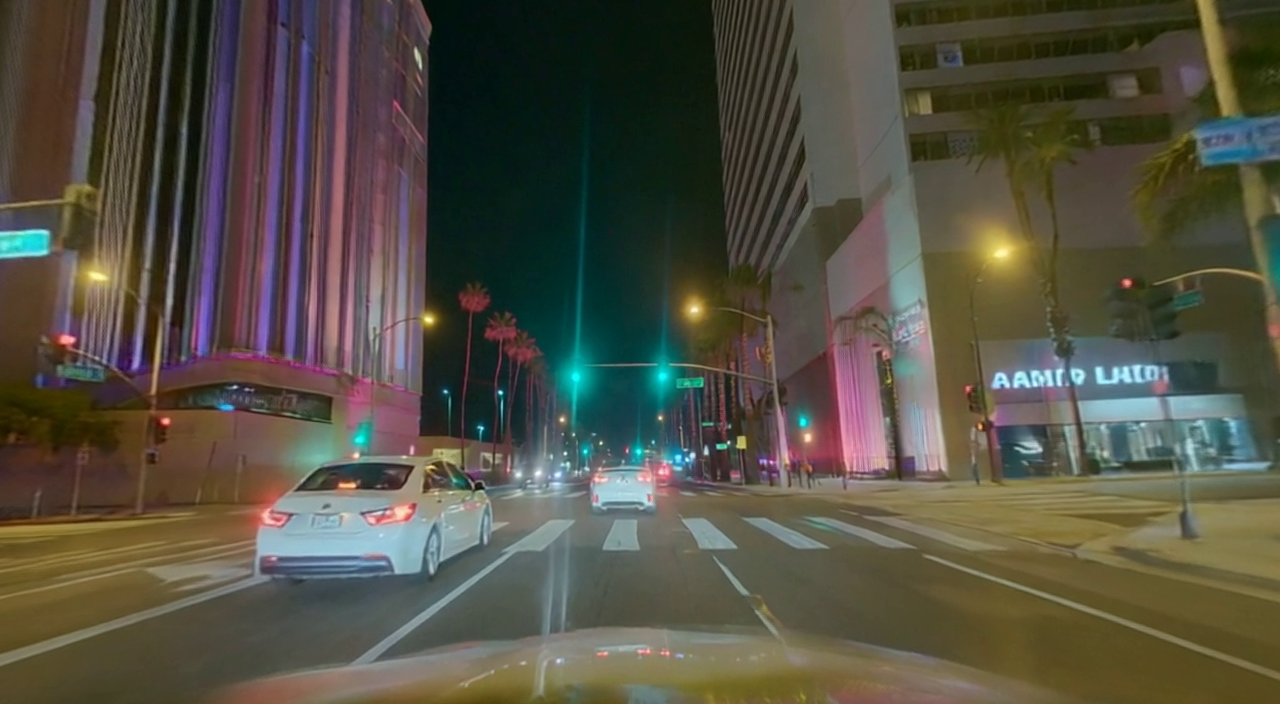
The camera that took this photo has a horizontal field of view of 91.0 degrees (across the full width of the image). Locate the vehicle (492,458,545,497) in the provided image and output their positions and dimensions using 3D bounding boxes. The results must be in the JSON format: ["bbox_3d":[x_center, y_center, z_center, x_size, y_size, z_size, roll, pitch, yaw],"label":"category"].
[{"bbox_3d":[-6.720,6.996,35.427,2.070,1.893,4.738,0,-9,-1],"label":"vehicle"}]

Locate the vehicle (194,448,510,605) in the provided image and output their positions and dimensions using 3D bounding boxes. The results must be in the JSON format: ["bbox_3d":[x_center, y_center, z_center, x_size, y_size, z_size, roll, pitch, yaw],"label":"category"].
[{"bbox_3d":[-3.301,2.068,8.539,2.096,1.492,4.666,0,-9,0],"label":"vehicle"}]

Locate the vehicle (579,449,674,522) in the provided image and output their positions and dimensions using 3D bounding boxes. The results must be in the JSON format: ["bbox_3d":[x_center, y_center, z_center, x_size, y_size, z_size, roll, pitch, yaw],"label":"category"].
[{"bbox_3d":[-0.331,3.343,16.312,2.145,1.632,3.972,0,-9,-1],"label":"vehicle"}]
